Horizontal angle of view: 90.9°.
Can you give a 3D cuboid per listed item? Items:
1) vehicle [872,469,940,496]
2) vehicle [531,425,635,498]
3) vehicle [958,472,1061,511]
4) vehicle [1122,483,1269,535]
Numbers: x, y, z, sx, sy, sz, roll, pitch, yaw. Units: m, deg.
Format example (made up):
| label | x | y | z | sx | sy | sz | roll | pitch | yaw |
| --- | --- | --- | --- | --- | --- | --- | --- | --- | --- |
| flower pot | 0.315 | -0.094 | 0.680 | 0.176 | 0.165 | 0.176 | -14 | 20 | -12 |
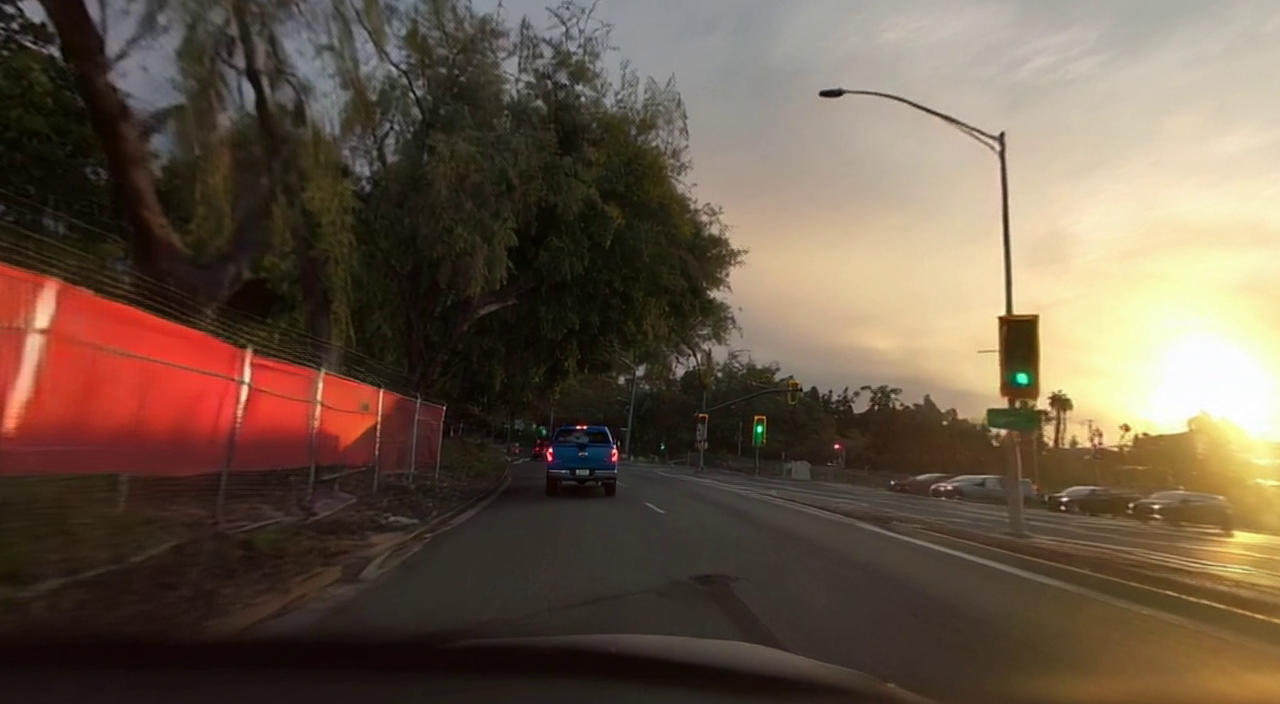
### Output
| label | x | y | z | sx | sy | sz | roll | pitch | yaw |
| --- | --- | --- | --- | --- | --- | --- | --- | --- | --- |
| vehicle | 16.955 | 8.339 | 40.463 | 1.808 | 1.467 | 4.360 | 4 | -10 | -12 |
| vehicle | -1.554 | 2.964 | 17.544 | 2.436 | 1.698 | 5.322 | 0 | -8 | -5 |
| vehicle | 18.406 | 6.955 | 31.734 | 1.884 | 1.622 | 4.485 | 3 | -10 | -11 |
| vehicle | 23.233 | 6.551 | 26.658 | 1.841 | 1.673 | 4.470 | 1 | -8 | -7 |
